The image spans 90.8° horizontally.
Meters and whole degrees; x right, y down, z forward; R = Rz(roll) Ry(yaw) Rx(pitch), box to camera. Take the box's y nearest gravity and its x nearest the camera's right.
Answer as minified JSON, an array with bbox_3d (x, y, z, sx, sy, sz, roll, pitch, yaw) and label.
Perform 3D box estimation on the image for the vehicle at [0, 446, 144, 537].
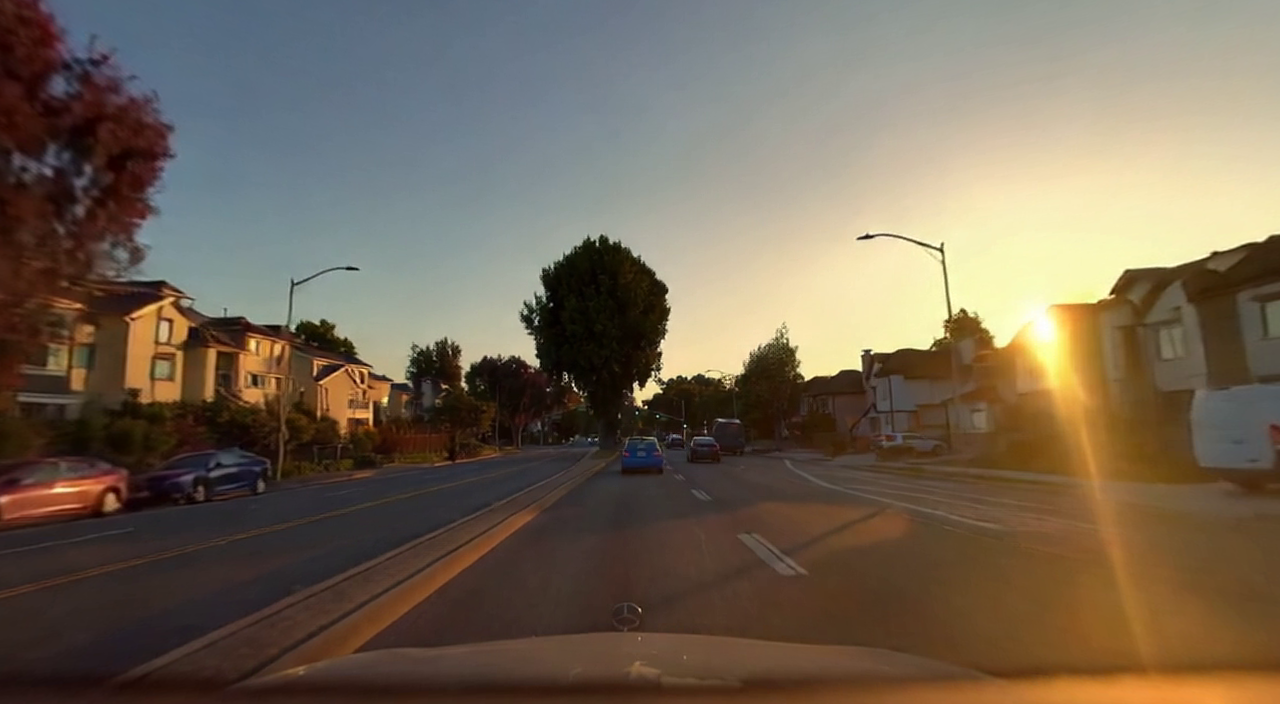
[{"bbox_3d":[-14.488,3.122,14.519,2.140,1.899,4.900,0,-8,0],"label":"vehicle"}]

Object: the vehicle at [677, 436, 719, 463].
[{"bbox_3d":[3.457,5.954,38.771,2.161,1.519,4.568,0,-8,0],"label":"vehicle"}]

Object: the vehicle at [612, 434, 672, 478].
[{"bbox_3d":[0.029,3.900,23.878,2.093,1.497,4.010,0,-8,-1],"label":"vehicle"}]

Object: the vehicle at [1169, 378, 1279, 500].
[{"bbox_3d":[14.961,1.806,13.215,5.696,2.299,2.292,0,-9,-2],"label":"vehicle"}]

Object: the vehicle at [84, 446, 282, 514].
[{"bbox_3d":[-14.268,3.960,20.345,2.078,1.833,5.666,0,-8,1],"label":"vehicle"}]

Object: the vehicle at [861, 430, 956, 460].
[{"bbox_3d":[15.172,5.272,35.848,4.456,1.520,1.911,-1,-8,-2],"label":"vehicle"}]
